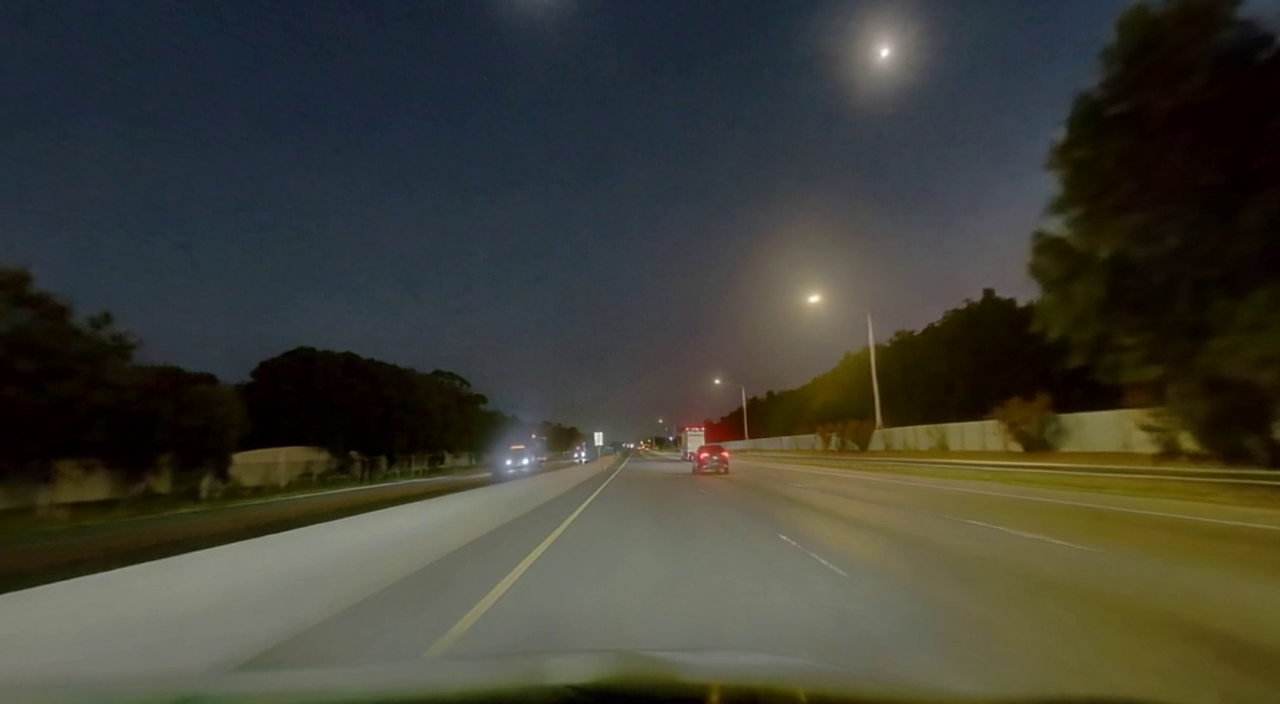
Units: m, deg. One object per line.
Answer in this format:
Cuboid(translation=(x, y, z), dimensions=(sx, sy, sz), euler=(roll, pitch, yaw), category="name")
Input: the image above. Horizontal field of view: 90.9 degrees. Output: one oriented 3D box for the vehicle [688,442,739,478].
Cuboid(translation=(3.765, 5.624, 33.099), dimensions=(2.093, 1.742, 4.167), euler=(0, -9, -1), category="vehicle")
